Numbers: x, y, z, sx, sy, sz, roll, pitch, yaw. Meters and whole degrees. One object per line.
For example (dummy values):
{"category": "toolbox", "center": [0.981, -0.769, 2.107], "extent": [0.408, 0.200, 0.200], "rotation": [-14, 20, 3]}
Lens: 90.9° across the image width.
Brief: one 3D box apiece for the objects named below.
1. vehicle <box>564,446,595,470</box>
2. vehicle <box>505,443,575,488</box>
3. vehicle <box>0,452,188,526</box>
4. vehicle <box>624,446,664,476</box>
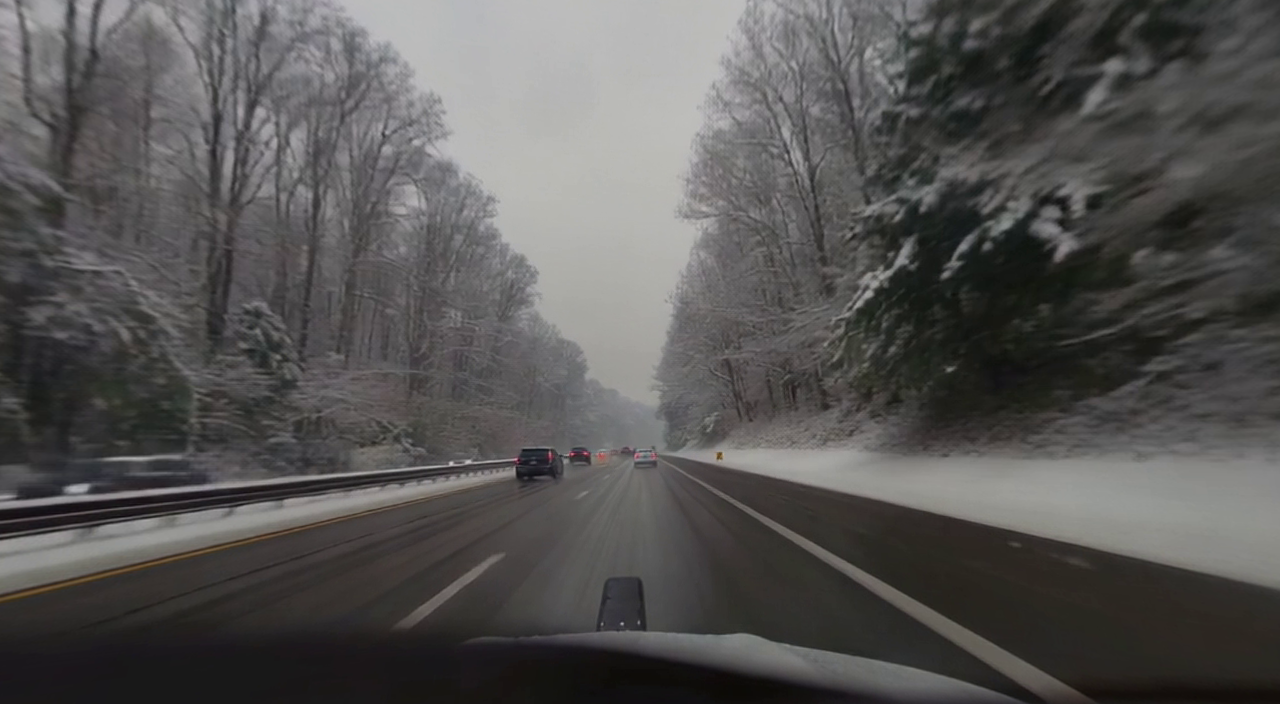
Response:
{"category": "vehicle", "center": [-4.262, 7.496, 44.734], "extent": [1.834, 1.615, 3.624], "rotation": [0, -9, 1]}
{"category": "vehicle", "center": [-3.687, 4.250, 23.861], "extent": [1.978, 1.538, 3.755], "rotation": [0, -9, 1]}
{"category": "vehicle", "center": [-12.440, 2.982, 14.202], "extent": [1.733, 1.407, 3.713], "rotation": [0, -9, 0]}
{"category": "vehicle", "center": [0.180, 5.789, 33.561], "extent": [2.001, 1.490, 3.914], "rotation": [0, -9, 0]}
